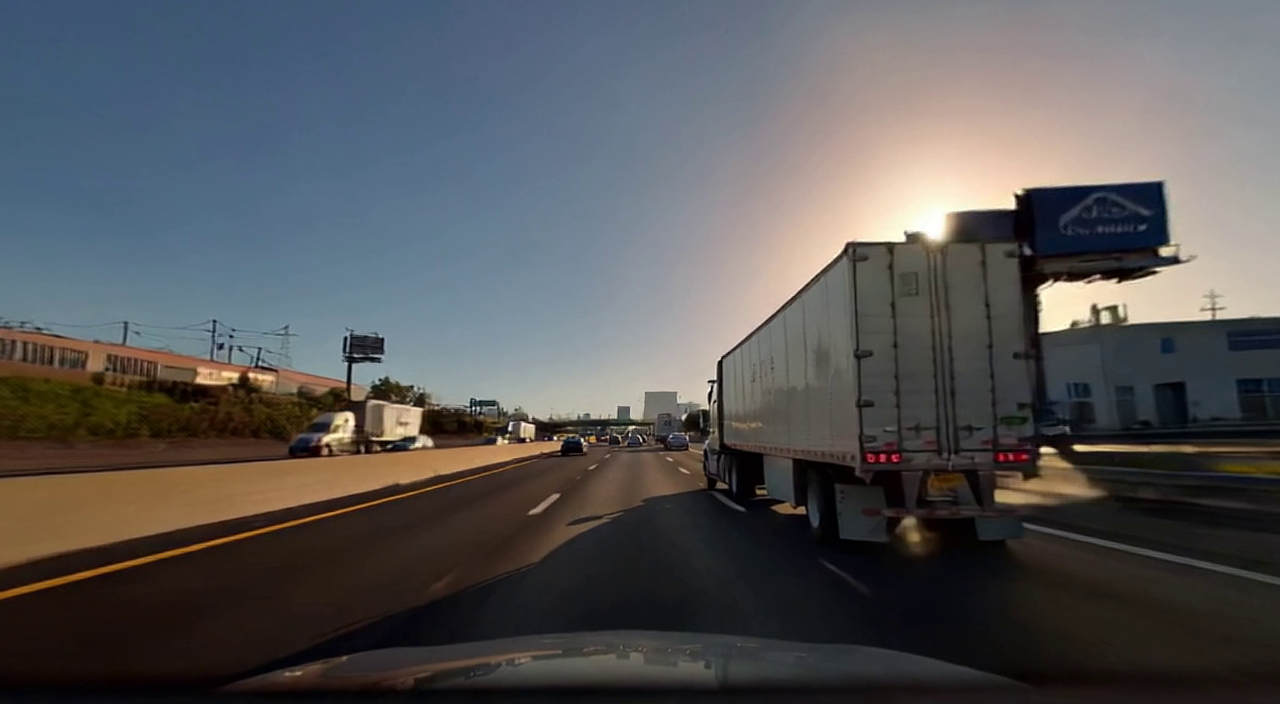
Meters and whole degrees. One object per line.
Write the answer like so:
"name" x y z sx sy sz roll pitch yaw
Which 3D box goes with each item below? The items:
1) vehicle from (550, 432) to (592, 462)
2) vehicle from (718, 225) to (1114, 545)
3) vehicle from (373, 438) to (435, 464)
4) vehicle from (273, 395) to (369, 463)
"vehicle" -3.611 5.066 33.701 1.930 1.484 3.849 0 -8 -1
"vehicle" 3.928 1.084 13.139 2.871 3.815 11.331 0 -8 -1
"vehicle" -14.553 6.110 39.144 1.984 1.458 4.737 0 -8 1
"vehicle" -20.268 4.971 40.497 3.028 3.981 5.863 0 -8 0
